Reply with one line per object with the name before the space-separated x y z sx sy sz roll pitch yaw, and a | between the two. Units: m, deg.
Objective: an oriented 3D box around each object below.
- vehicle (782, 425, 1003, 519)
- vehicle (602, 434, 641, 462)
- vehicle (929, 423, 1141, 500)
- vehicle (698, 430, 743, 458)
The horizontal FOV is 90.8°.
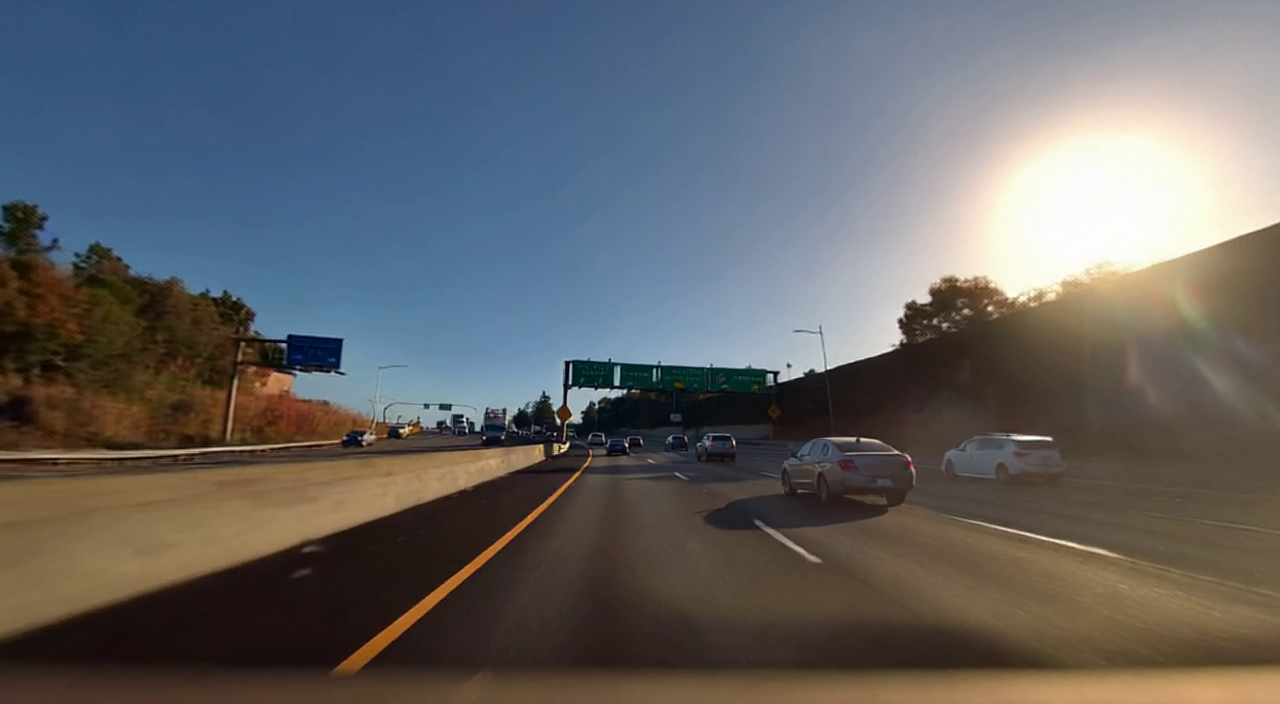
vehicle | 4.611 2.283 12.561 2.196 1.494 4.735 1 -8 -4
vehicle | -1.137 5.636 37.254 2.090 1.510 4.280 1 -8 -4
vehicle | 9.488 2.679 15.807 2.056 1.609 4.761 1 -8 -3
vehicle | 5.097 5.926 40.653 2.094 1.652 3.955 1 -8 -5
